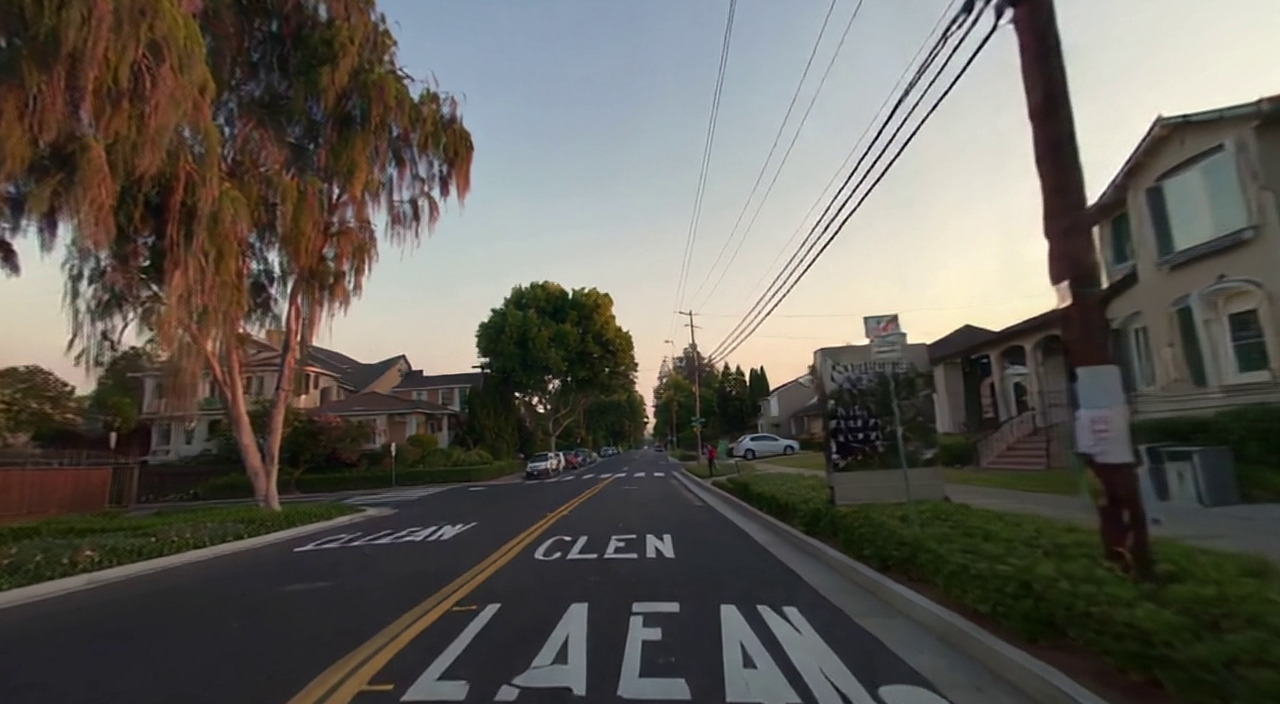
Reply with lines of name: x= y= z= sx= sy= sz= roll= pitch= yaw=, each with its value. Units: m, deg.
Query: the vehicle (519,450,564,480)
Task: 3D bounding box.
vehicle: x=-6.439 y=7.429 z=41.886 sx=2.203 sy=1.787 sz=4.704 roll=0 pitch=-8 yaw=1
